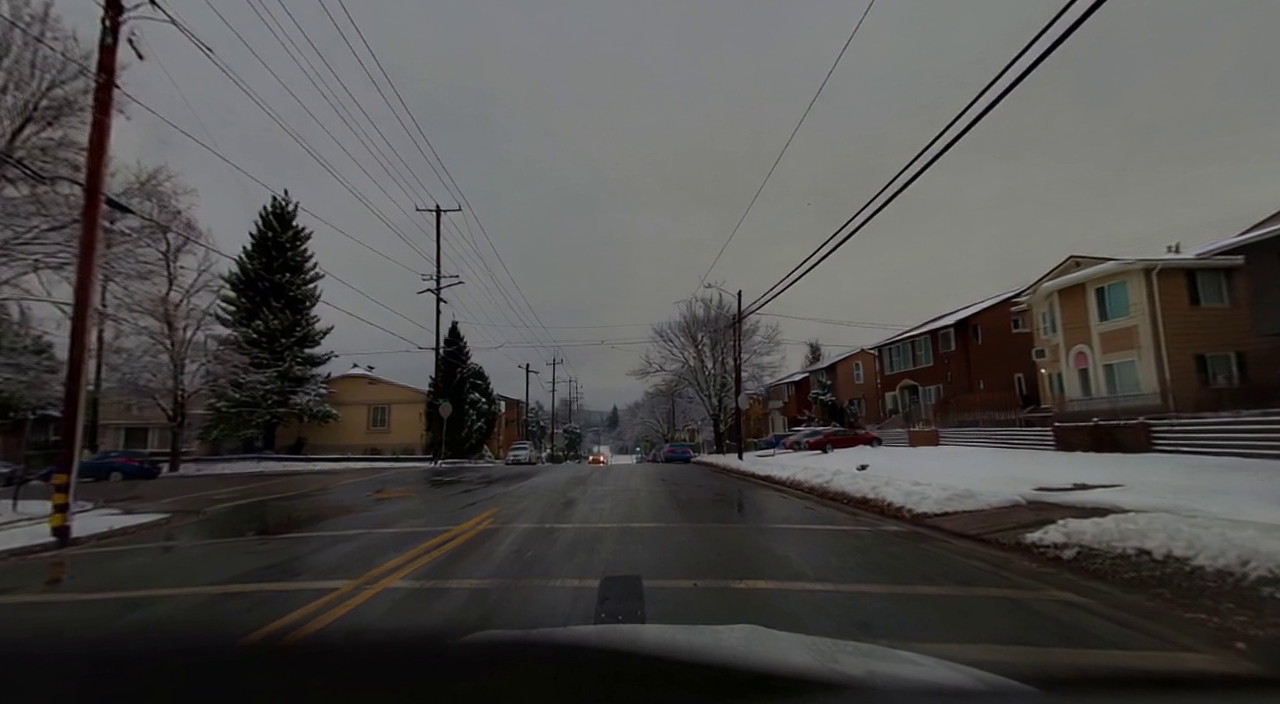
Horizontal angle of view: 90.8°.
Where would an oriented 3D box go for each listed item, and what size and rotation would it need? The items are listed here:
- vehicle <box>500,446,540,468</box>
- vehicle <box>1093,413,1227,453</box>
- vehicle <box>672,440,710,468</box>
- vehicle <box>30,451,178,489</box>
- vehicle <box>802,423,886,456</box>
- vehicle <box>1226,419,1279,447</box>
[{"bbox_3d":[-8.542,7.471,45.199,2.066,1.472,4.353,0,-8,-1],"label":"vehicle"},{"bbox_3d":[22.388,3.519,27.332,4.002,1.505,2.061,-1,-10,-5],"label":"vehicle"},{"bbox_3d":[3.246,6.619,41.161,1.993,1.755,4.256,0,-8,-2],"label":"vehicle"},{"bbox_3d":[-22.298,4.912,26.397,4.424,1.486,1.814,0,-8,-2],"label":"vehicle"},{"bbox_3d":[11.176,4.792,34.495,4.509,1.664,1.981,6,-10,-35],"label":"vehicle"},{"bbox_3d":[33.077,4.297,33.357,3.433,1.389,1.683,3,-8,-22],"label":"vehicle"}]
